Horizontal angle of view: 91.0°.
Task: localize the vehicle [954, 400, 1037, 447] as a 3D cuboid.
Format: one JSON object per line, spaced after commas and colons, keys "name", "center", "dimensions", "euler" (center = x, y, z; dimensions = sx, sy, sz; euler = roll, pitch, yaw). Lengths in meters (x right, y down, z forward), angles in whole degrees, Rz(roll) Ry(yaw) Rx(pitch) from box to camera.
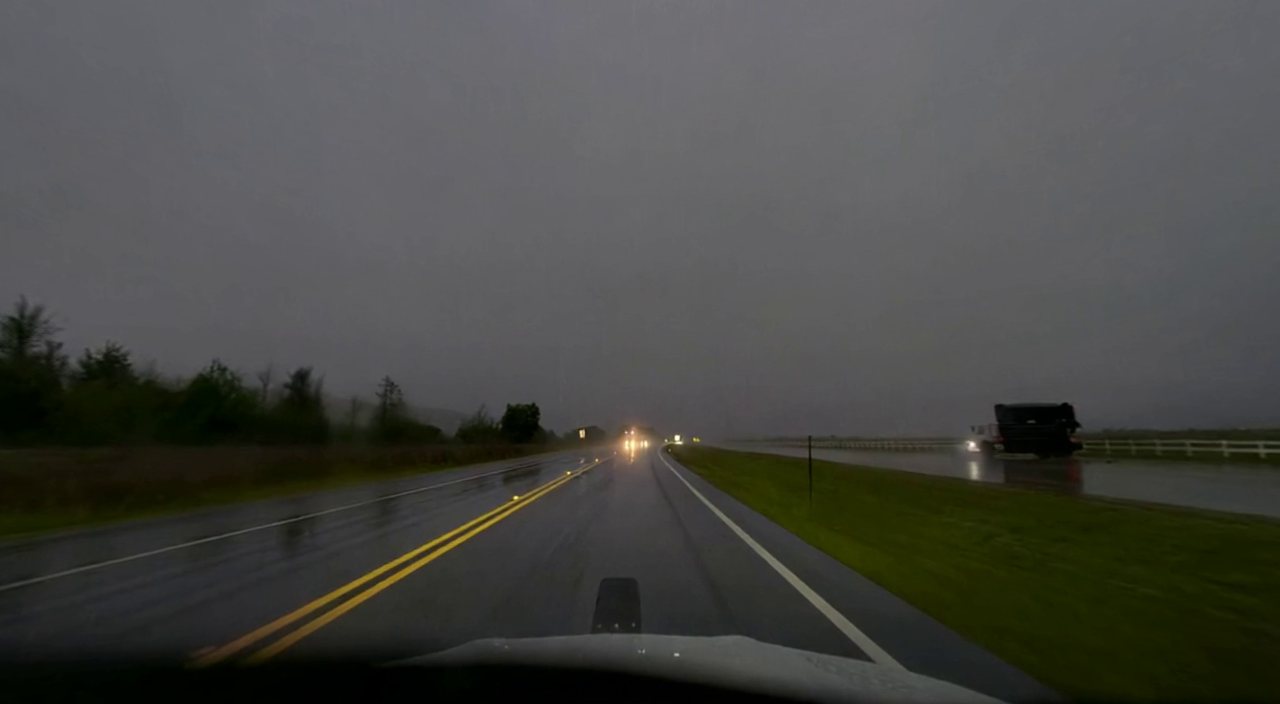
{"name": "vehicle", "center": [24.979, 5.095, 44.275], "dimensions": [4.691, 3.097, 3.036], "euler": [-5, -9, 31]}
